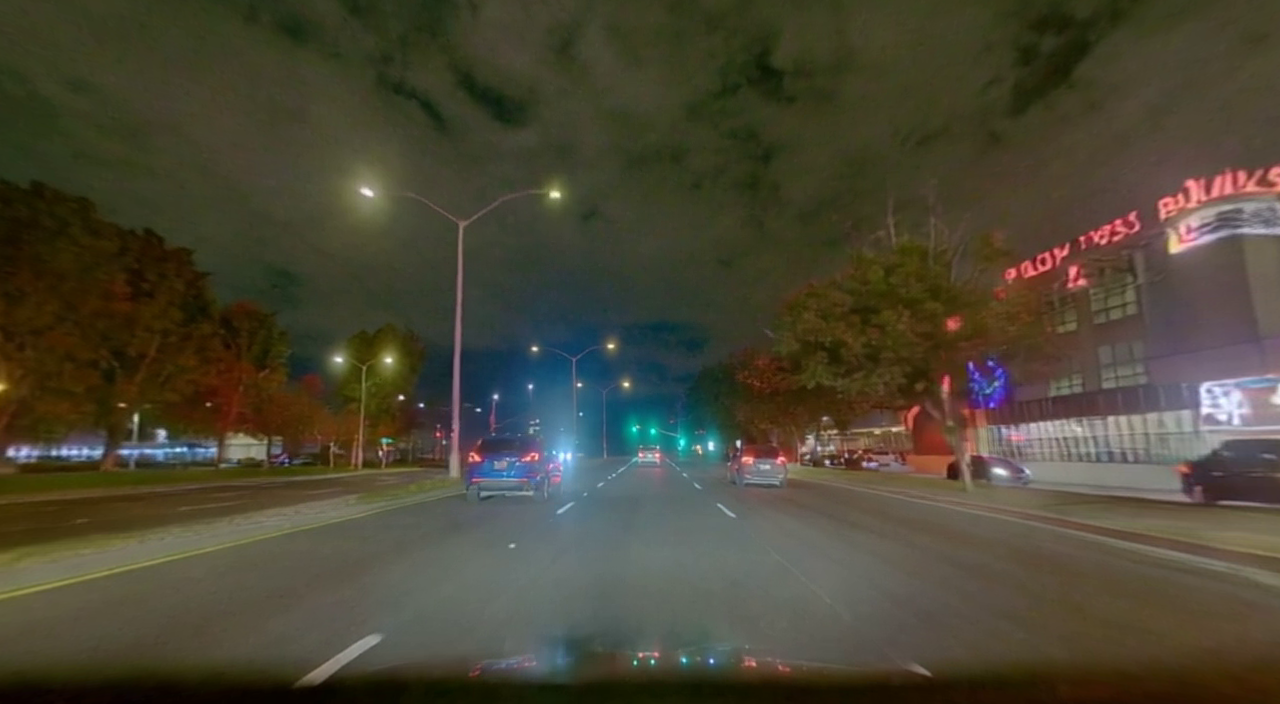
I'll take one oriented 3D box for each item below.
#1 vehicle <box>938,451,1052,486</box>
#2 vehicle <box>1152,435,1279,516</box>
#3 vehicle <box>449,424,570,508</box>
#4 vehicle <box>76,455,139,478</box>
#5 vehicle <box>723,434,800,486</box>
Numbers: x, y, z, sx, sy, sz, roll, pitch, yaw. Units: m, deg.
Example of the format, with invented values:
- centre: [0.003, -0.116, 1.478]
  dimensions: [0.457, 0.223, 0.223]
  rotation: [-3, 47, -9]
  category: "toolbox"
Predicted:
- centre: [15.790, 5.161, 28.089]
  dimensions: [4.133, 1.475, 1.833]
  rotation: [2, -9, -11]
  category: "vehicle"
- centre: [14.865, 2.797, 14.377]
  dimensions: [1.932, 1.748, 4.741]
  rotation: [1, -9, -8]
  category: "vehicle"
- centre: [-3.091, 2.820, 15.991]
  dimensions: [2.047, 1.810, 4.414]
  rotation: [0, -8, 1]
  category: "vehicle"
- centre: [-38.191, 8.183, 45.175]
  dimensions: [4.355, 1.541, 1.919]
  rotation: [-6, -9, 29]
  category: "vehicle"
- centre: [4.518, 4.086, 24.151]
  dimensions: [2.083, 1.779, 4.347]
  rotation: [0, -8, 0]
  category: "vehicle"
